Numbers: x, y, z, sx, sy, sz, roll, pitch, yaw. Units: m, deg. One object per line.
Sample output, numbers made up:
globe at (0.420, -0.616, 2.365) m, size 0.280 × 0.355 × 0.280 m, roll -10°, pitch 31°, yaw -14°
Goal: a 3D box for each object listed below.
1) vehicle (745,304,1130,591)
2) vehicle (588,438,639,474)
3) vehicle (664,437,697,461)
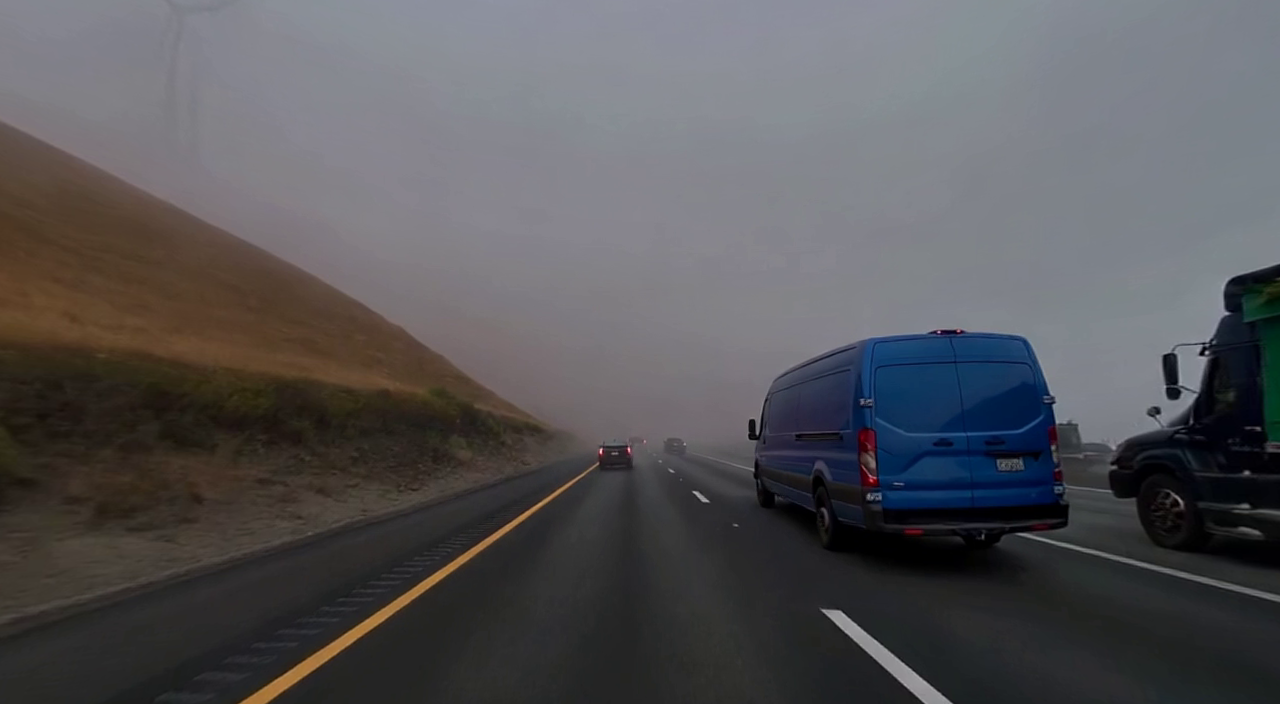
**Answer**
vehicle at (3.186, 1.264, 8.706) m, size 2.365 × 2.630 × 5.754 m, roll 0°, pitch -8°, yaw -1°
vehicle at (-1.134, 4.595, 28.070) m, size 2.082 × 1.445 × 3.826 m, roll 0°, pitch -8°, yaw -1°
vehicle at (2.983, 7.229, 47.314) m, size 2.108 × 1.717 × 3.996 m, roll 0°, pitch -8°, yaw -2°
